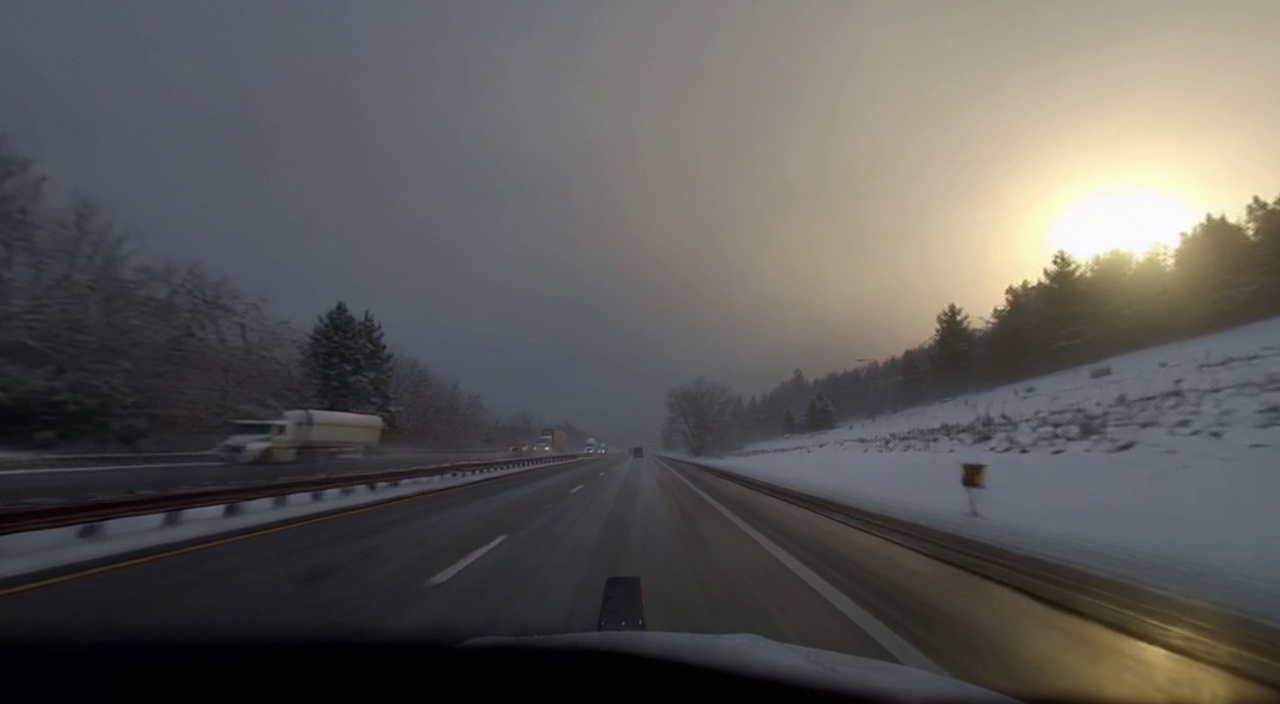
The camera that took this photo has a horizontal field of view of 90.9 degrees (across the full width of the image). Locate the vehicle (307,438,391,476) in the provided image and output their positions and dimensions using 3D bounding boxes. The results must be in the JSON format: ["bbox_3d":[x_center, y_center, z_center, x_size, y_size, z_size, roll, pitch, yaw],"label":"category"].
[{"bbox_3d":[-11.596,4.195,25.360,1.772,1.418,3.370,0,-9,-1],"label":"vehicle"}]

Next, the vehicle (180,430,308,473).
[{"bbox_3d":[-15.730,4.007,25.389,2.202,1.541,4.490,0,-9,0],"label":"vehicle"}]
